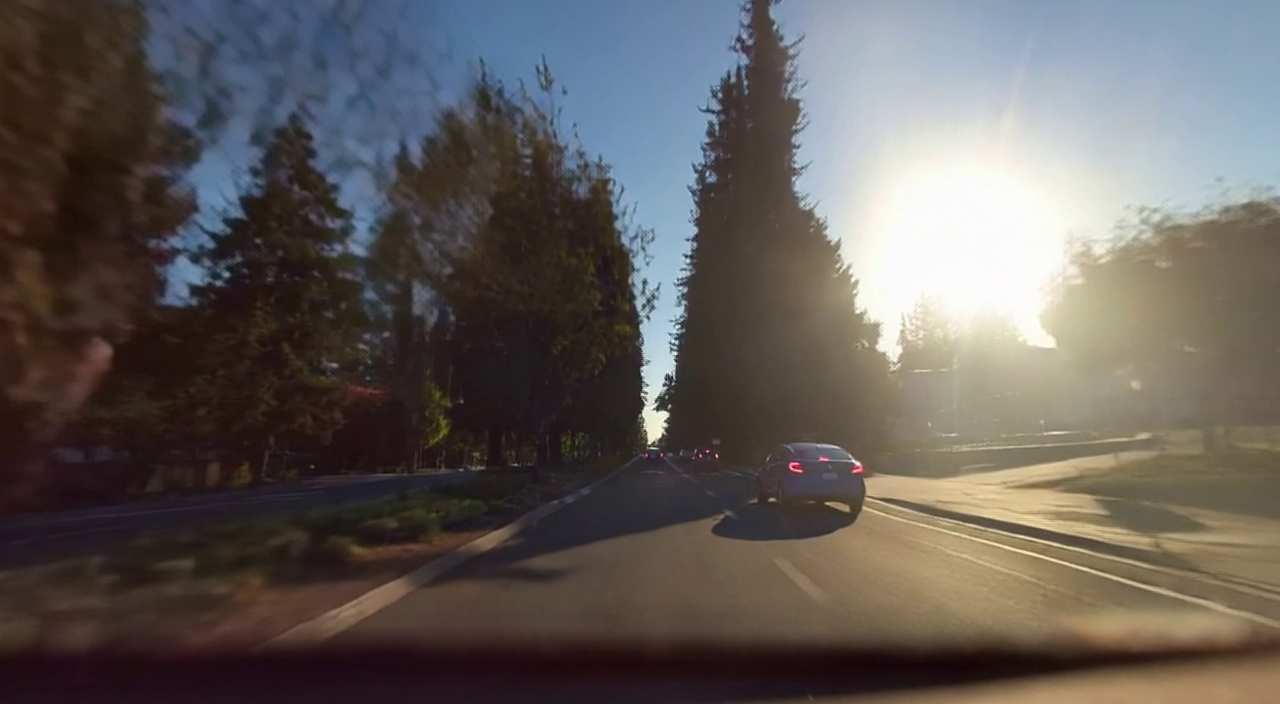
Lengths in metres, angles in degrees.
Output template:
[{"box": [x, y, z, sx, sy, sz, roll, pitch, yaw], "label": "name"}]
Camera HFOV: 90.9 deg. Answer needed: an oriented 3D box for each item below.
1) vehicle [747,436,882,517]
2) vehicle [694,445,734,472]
[{"box": [3.906, 2.842, 14.928, 2.052, 1.639, 4.123, 0, -8, 1], "label": "vehicle"}, {"box": [4.704, 6.821, 40.692, 2.110, 1.666, 3.912, 0, -8, 1], "label": "vehicle"}]
